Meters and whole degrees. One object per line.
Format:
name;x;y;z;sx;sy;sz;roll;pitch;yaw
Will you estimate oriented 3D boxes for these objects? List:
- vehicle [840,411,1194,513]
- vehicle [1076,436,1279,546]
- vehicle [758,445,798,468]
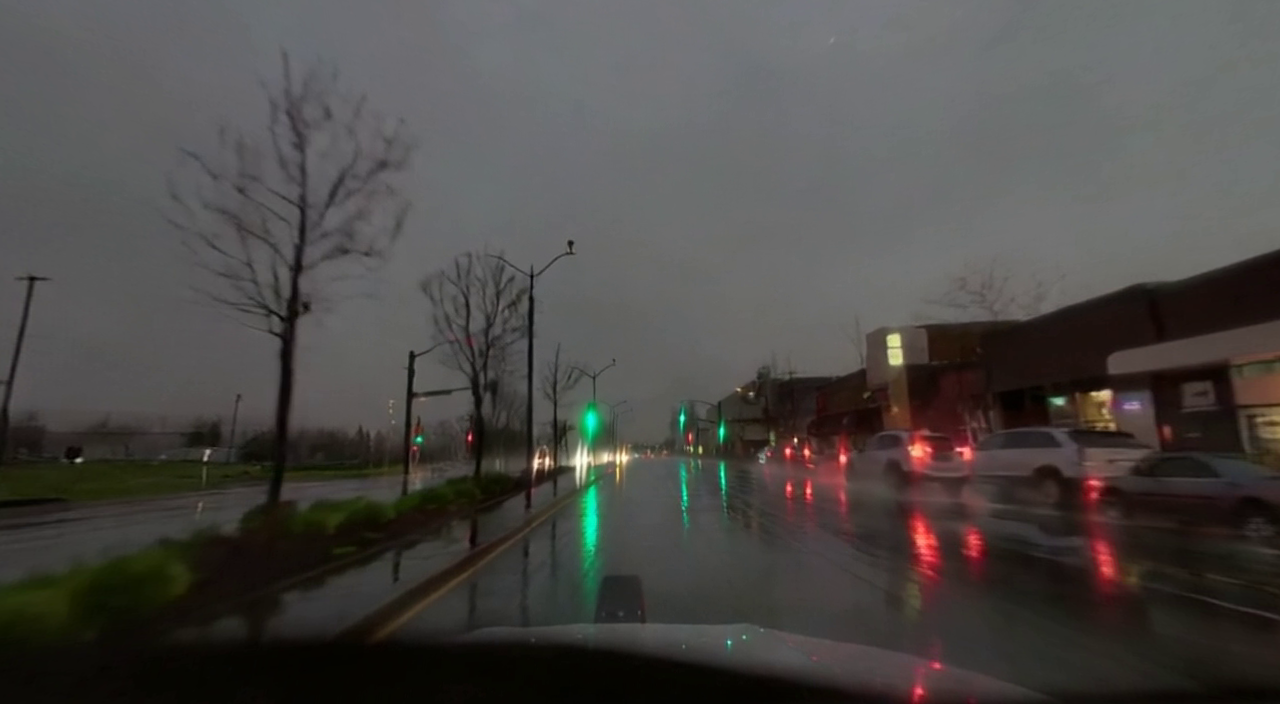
vehicle;10.038;2.892;17.006;6.229;2.004;6.552;7;-13;-43
vehicle;9.768;2.147;10.237;1.876;1.511;4.726;0;-9;-2
vehicle;9.550;7.262;44.029;1.844;1.449;4.149;0;-9;0
